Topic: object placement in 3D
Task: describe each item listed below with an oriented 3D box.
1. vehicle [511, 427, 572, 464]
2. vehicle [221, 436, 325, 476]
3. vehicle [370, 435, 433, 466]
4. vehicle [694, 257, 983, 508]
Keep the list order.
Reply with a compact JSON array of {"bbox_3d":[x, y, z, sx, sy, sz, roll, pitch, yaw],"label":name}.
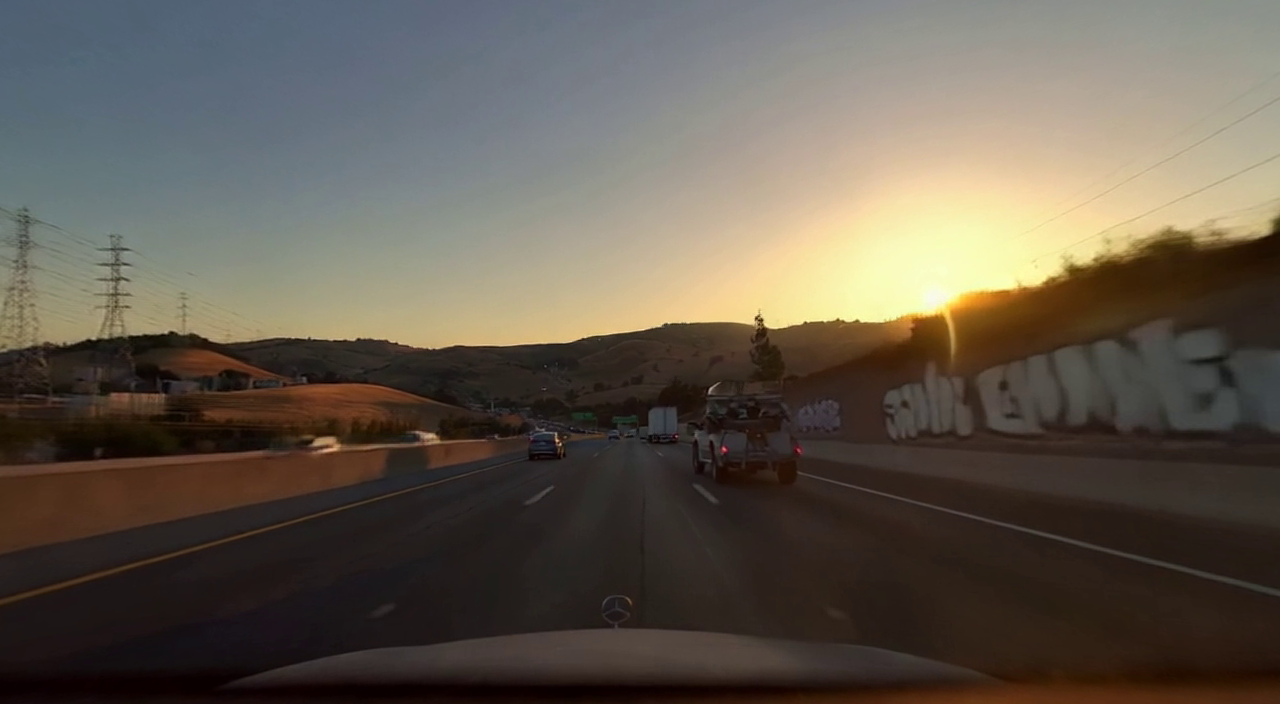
[{"bbox_3d":[-4.260,4.108,27.941,1.965,1.486,4.448,0,-7,0],"label":"vehicle"},{"bbox_3d":[-15.474,4.363,26.867,1.927,1.539,4.149,0,-7,0],"label":"vehicle"},{"bbox_3d":[-11.874,4.873,31.592,1.686,1.445,3.641,0,-7,0],"label":"vehicle"},{"bbox_3d":[3.475,1.131,15.166,3.060,3.842,11.095,0,-7,-1],"label":"vehicle"}]
